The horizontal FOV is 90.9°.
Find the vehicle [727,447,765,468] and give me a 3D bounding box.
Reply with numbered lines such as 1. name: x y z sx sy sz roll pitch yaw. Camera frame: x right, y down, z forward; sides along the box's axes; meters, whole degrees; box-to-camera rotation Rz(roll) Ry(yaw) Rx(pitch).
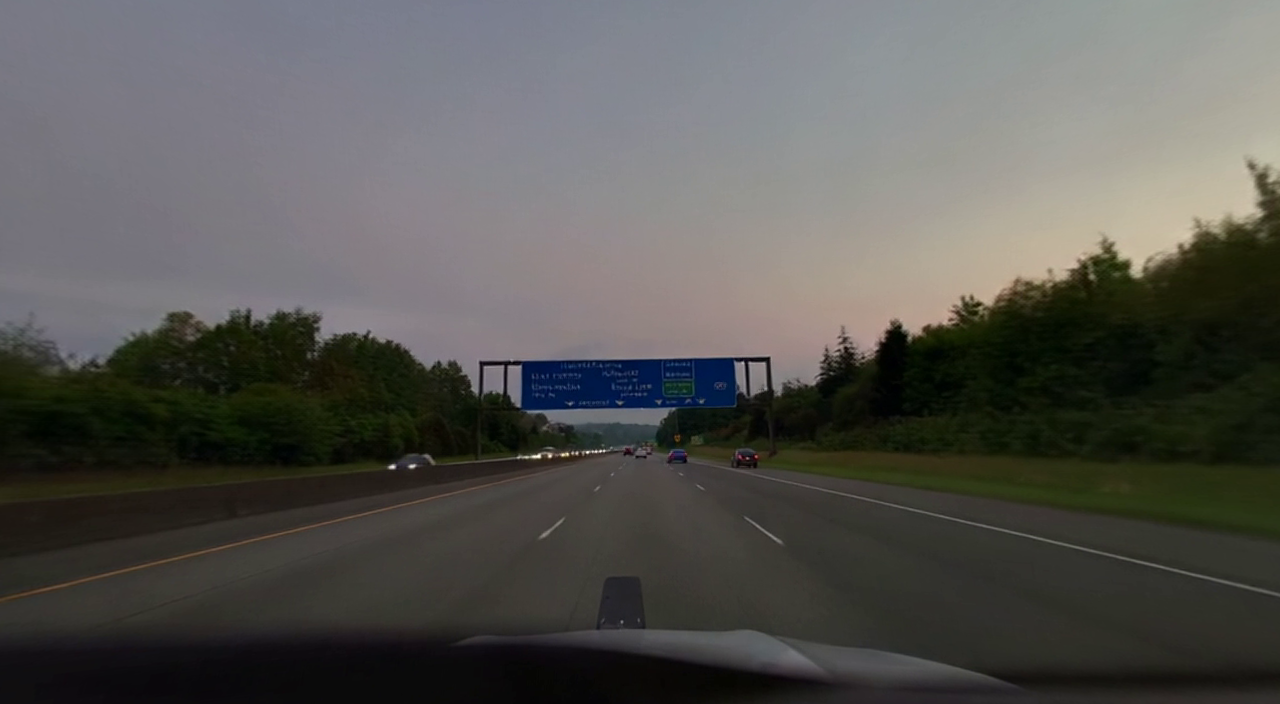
1. vehicle: 7.795 7.798 46.662 1.943 1.493 4.507 0 -9 -1
